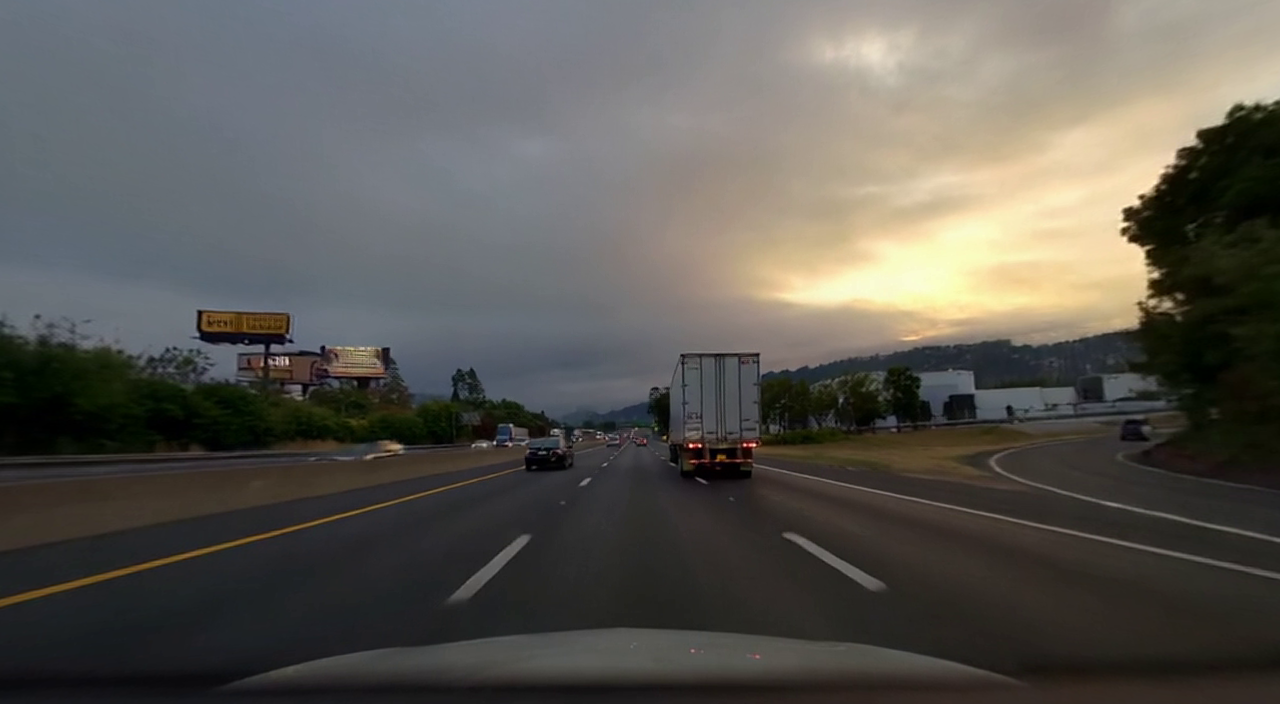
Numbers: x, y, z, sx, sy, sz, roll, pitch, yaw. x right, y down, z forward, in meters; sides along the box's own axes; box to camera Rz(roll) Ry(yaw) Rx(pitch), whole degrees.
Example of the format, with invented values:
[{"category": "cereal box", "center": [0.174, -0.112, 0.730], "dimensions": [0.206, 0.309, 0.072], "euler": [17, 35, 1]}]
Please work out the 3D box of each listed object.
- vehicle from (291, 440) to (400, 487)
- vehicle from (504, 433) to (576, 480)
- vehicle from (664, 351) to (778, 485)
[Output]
[{"category": "vehicle", "center": [-11.811, 4.459, 25.711], "dimensions": [2.274, 1.681, 4.531], "euler": [0, -8, -1]}, {"category": "vehicle", "center": [-3.407, 3.633, 22.257], "dimensions": [1.930, 1.484, 3.849], "euler": [0, -8, 0]}, {"category": "vehicle", "center": [2.524, 2.623, 23.670], "dimensions": [2.871, 3.815, 11.331], "euler": [0, -8, 1]}]
